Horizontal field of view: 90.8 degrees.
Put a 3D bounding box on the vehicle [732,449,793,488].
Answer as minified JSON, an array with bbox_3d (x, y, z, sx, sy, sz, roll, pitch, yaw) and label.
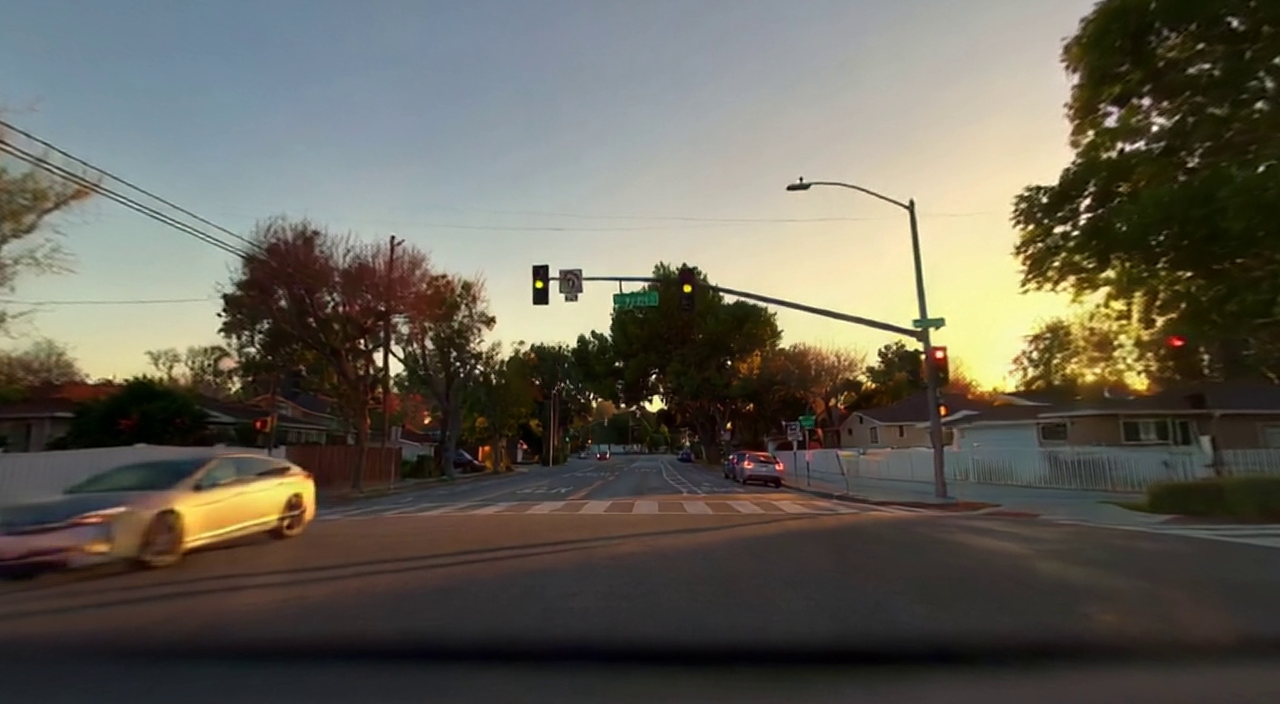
[{"bbox_3d":[5.486,5.241,28.797,1.891,1.611,4.269,0,-9,0],"label":"vehicle"}]

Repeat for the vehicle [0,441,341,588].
[{"bbox_3d":[-6.899,2.185,9.524,2.270,1.605,4.958,0,-9,1],"label":"vehicle"}]
